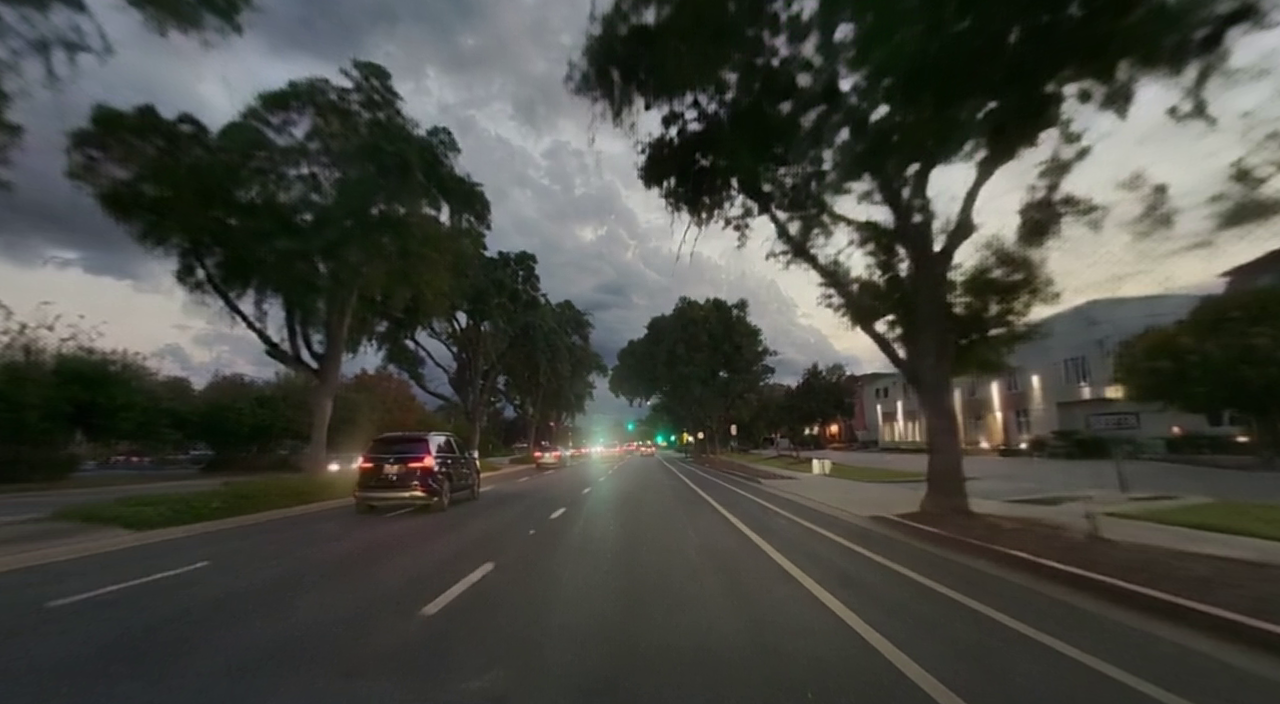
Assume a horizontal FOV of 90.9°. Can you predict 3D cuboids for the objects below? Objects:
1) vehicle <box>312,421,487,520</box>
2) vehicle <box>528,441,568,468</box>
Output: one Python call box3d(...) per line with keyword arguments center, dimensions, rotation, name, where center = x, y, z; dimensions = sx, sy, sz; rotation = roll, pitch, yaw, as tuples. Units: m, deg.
box3d(center=(-4.833, 2.443, 13.506), dimensions=(2.123, 1.761, 4.322), rotation=(0, -9, -1), name="vehicle")
box3d(center=(-6.149, 6.904, 42.603), dimensions=(1.985, 1.708, 4.310), rotation=(0, -9, 1), name="vehicle")
